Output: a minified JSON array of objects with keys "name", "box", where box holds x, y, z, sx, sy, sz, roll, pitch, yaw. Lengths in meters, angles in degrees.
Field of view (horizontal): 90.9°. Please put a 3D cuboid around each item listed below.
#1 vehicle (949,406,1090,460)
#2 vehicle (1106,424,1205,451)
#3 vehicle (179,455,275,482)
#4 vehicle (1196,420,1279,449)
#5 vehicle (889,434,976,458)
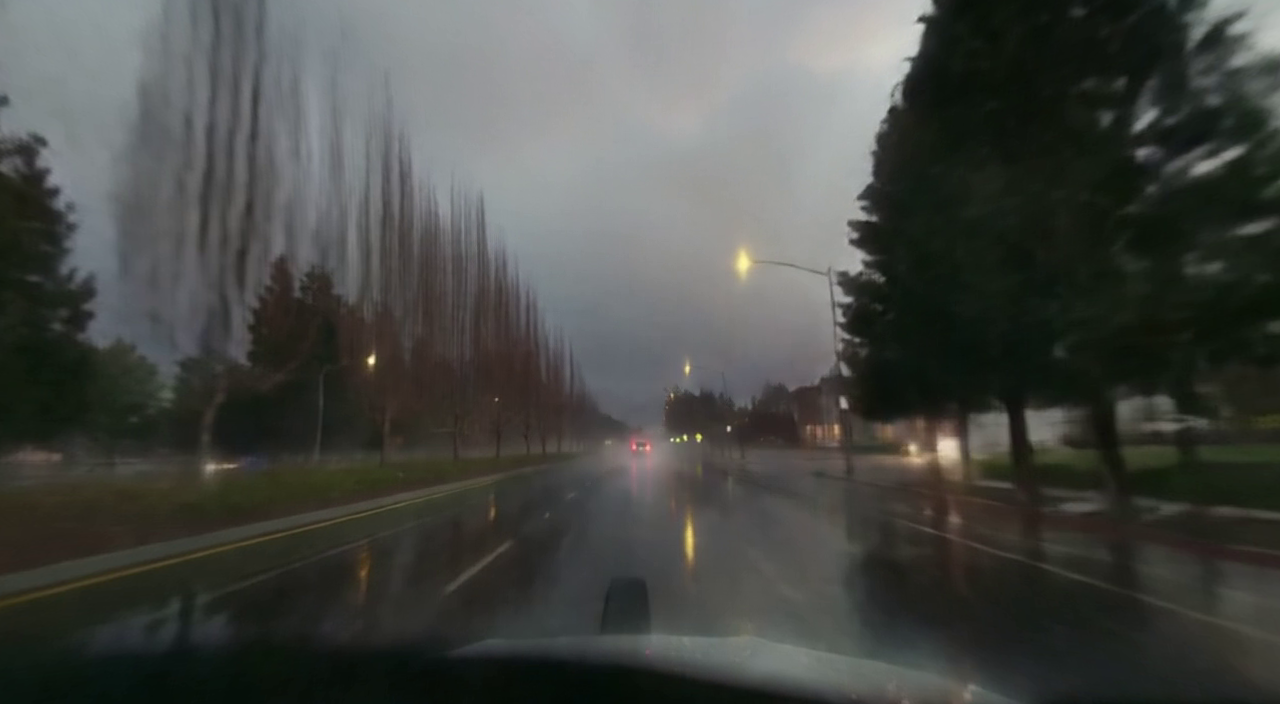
[{"name":"vehicle","box":[21.696,4.676,36.259,6.374,3.018,2.476,0,-8,-1]},{"name":"vehicle","box":[29.311,4.887,35.904,4.101,1.518,1.749,0,-8,-1]},{"name":"vehicle","box":[-25.586,7.189,39.182,2.004,1.450,4.543,-8,-11,42]},{"name":"vehicle","box":[35.000,4.704,35.943,4.578,1.488,1.890,-2,-9,1]},{"name":"vehicle","box":[20.302,6.550,43.869,4.900,1.530,2.211,0,-11,1]}]
